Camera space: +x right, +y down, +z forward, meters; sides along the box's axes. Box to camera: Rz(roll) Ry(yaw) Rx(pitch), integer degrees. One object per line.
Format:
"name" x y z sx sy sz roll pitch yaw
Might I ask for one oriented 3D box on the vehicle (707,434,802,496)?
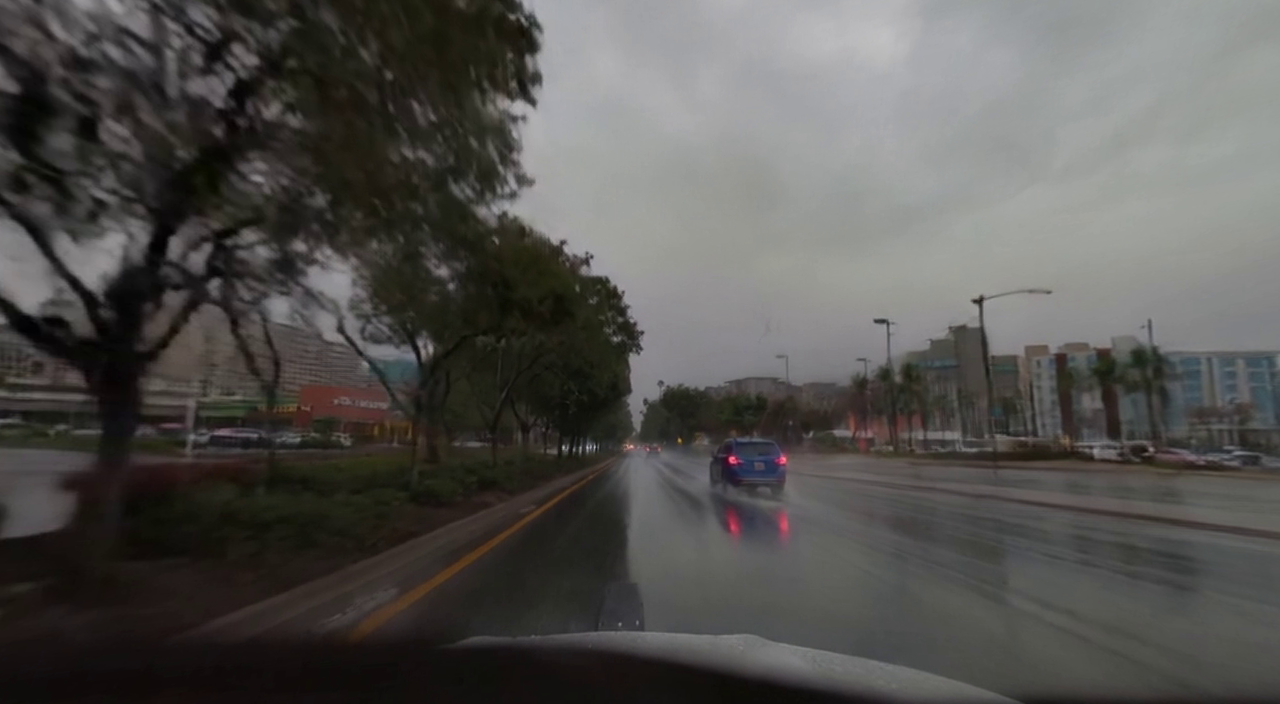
"vehicle" 3.417 3.462 19.755 2.072 1.696 4.177 1 -9 -2
